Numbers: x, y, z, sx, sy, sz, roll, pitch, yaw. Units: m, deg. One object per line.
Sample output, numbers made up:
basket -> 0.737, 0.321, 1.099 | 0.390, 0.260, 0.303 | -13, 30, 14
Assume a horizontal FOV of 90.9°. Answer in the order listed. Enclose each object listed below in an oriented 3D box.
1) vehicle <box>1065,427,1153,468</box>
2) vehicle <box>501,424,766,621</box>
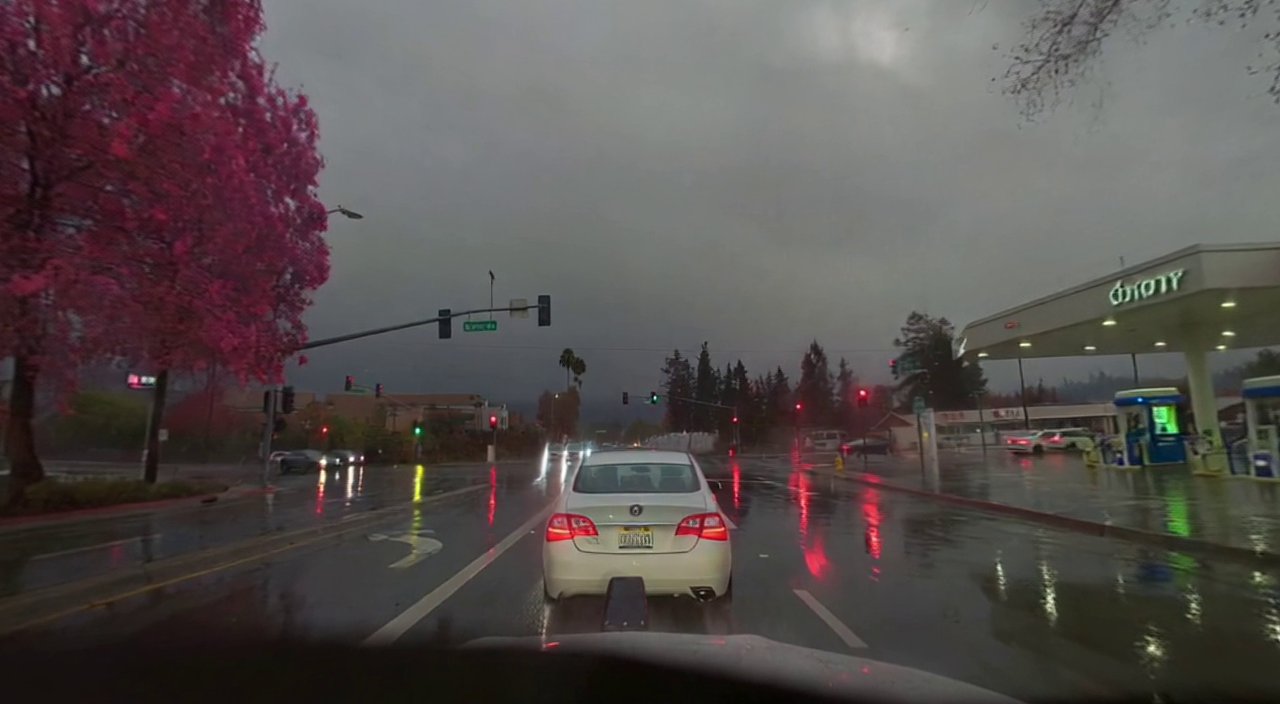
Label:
vehicle -> 18.592, 3.762, 24.919 | 4.091, 1.495, 2.053 | 8, -12, -44
vehicle -> -0.047, 1.604, 6.905 | 2.010, 1.482, 4.057 | 0, -8, 0
